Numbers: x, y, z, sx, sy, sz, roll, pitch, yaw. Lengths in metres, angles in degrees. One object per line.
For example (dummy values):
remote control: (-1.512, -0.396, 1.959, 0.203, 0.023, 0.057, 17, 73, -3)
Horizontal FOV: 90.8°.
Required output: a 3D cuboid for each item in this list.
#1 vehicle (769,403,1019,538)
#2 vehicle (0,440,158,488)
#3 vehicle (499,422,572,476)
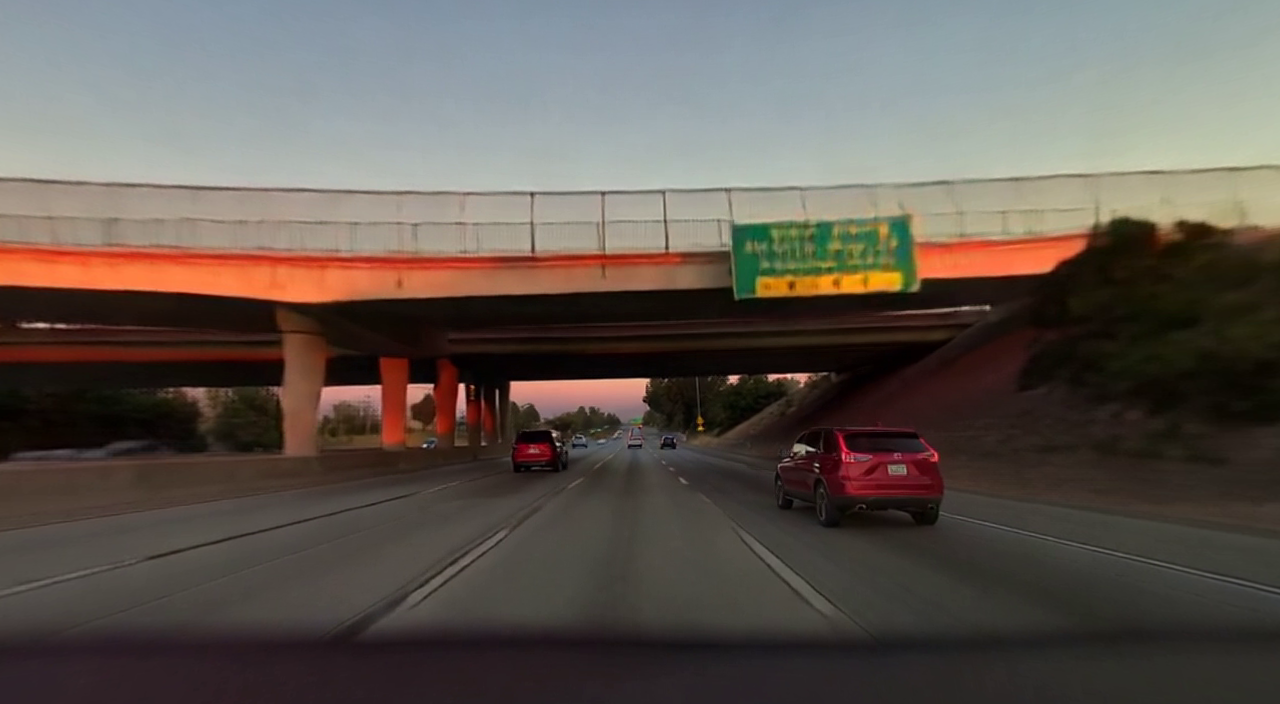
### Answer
vehicle: (3.790, 1.878, 10.551, 2.185, 1.749, 4.477, 0, -8, -2)
vehicle: (-22.801, 4.492, 25.745, 2.224, 1.713, 5.176, 0, -9, 0)
vehicle: (-3.941, 3.774, 24.698, 2.018, 1.872, 4.728, 0, -8, 0)
